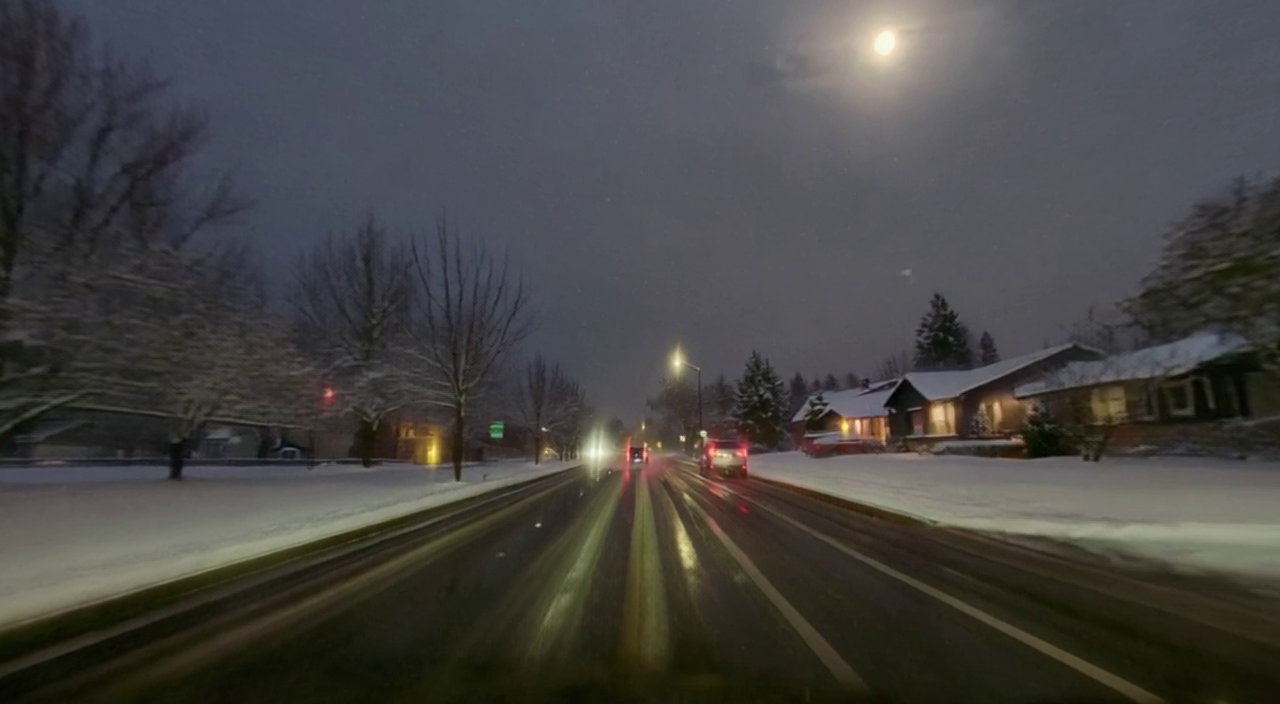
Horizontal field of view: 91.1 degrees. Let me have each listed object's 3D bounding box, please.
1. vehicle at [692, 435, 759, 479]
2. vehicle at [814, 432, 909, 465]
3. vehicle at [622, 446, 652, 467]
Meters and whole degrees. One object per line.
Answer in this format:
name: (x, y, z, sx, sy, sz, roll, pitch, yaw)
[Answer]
vehicle: (3.855, 4.864, 29.301, 2.203, 1.828, 5.336, 0, -9, -2)
vehicle: (12.778, 5.573, 36.438, 4.694, 1.622, 2.067, -2, -7, 1)
vehicle: (-0.185, 7.574, 45.554, 2.054, 1.456, 4.003, 0, -9, 0)
